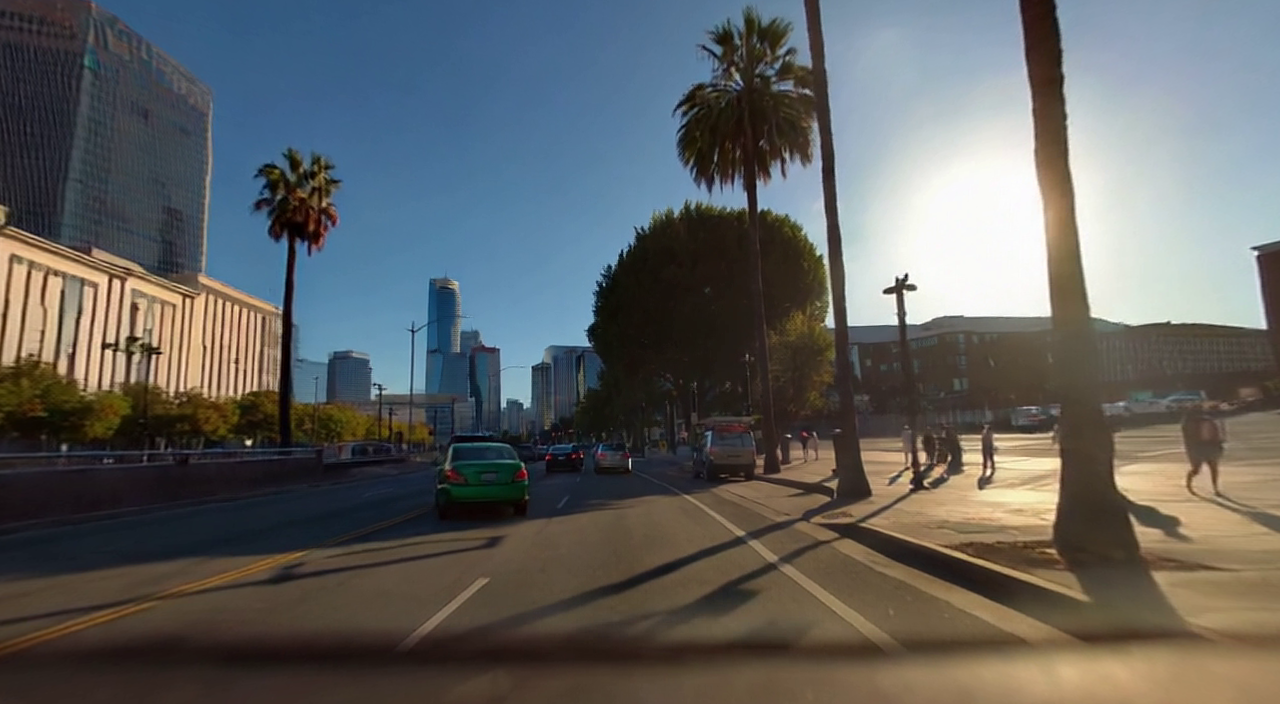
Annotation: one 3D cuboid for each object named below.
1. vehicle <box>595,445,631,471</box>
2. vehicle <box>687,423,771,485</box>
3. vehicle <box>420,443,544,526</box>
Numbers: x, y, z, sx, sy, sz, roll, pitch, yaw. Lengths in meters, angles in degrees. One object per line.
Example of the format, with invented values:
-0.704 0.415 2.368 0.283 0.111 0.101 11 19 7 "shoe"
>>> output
-1.655 6.297 37.699 1.972 1.473 4.000 1 -9 -5 "vehicle"
3.355 4.008 24.920 2.126 2.167 5.098 0 -9 -5 "vehicle"
-3.656 2.771 13.929 1.930 1.477 4.657 3 -9 -22 "vehicle"
